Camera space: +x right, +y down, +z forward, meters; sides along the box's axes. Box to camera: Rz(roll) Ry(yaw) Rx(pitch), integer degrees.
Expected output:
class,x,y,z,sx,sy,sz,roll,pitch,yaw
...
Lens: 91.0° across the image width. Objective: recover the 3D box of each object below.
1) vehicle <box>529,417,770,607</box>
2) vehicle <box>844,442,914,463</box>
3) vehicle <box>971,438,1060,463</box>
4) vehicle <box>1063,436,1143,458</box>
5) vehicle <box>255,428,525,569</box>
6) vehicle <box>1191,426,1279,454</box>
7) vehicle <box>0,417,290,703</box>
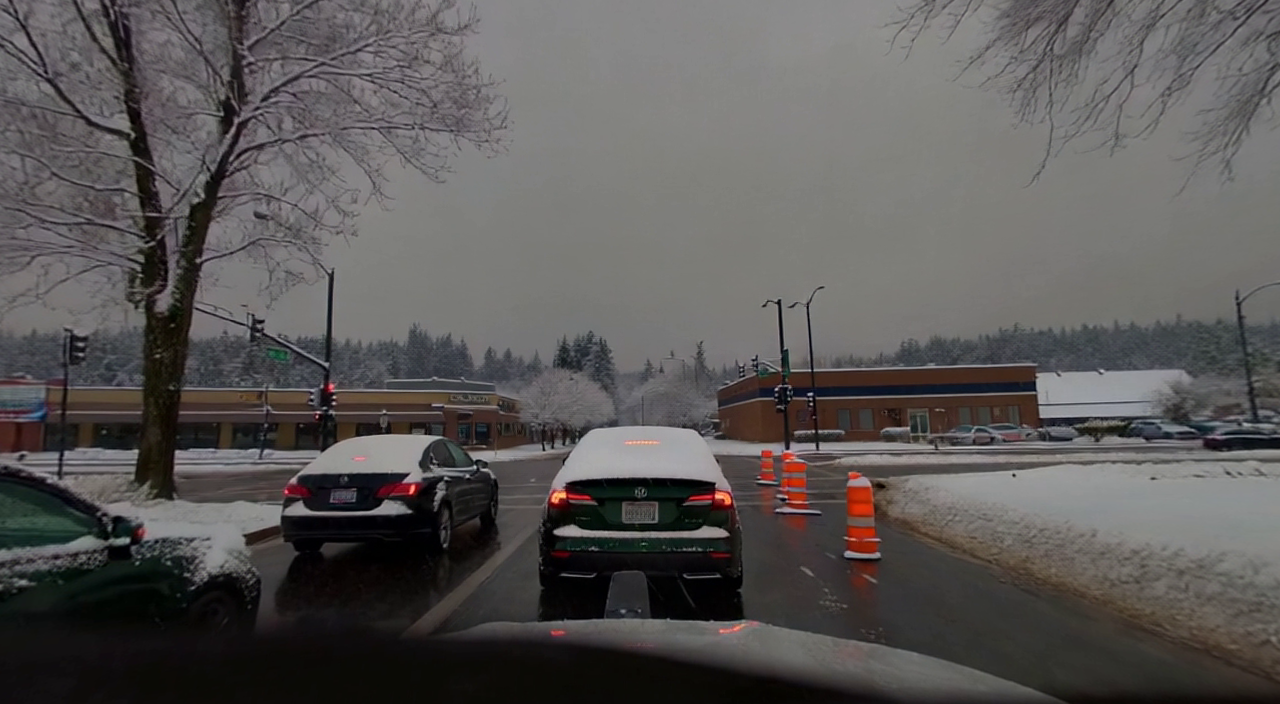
class,x,y,z,sx,sy,sz,roll,pitch,yaw
vehicle,0.125,1.629,7.211,2.021,1.560,3.676,0,-9,1
vehicle,17.924,7.577,47.328,4.581,1.480,1.752,1,-9,0
vehicle,24.063,6.334,40.449,4.463,1.482,1.808,0,-9,2
vehicle,36.698,7.566,49.969,4.791,1.635,1.857,0,-9,1
vehicle,-3.251,1.999,9.451,1.989,1.541,4.626,0,-9,2
vehicle,38.999,5.707,40.682,4.805,1.688,1.923,0,-9,1
vehicle,-3.580,0.950,2.148,1.964,1.497,4.722,0,-9,1
